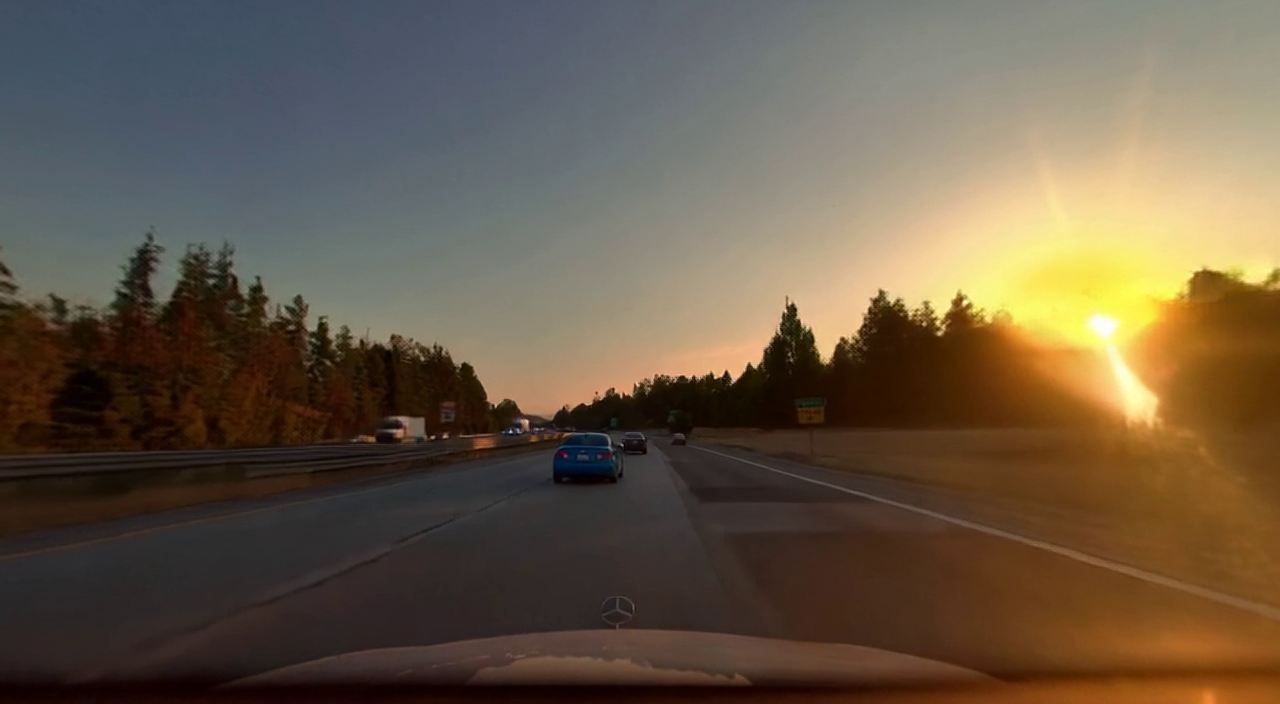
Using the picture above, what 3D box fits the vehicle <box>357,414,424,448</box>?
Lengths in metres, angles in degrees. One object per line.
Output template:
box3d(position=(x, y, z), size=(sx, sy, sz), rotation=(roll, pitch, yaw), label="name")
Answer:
box3d(position=(-18.426, 5.906, 46.943), size=(2.267, 2.355, 6.194), rotation=(0, -8, 2), label="vehicle")

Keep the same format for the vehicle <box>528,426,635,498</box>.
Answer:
box3d(position=(-1.197, 2.507, 14.870), size=(1.977, 1.443, 4.225), rotation=(0, -8, 2), label="vehicle")
